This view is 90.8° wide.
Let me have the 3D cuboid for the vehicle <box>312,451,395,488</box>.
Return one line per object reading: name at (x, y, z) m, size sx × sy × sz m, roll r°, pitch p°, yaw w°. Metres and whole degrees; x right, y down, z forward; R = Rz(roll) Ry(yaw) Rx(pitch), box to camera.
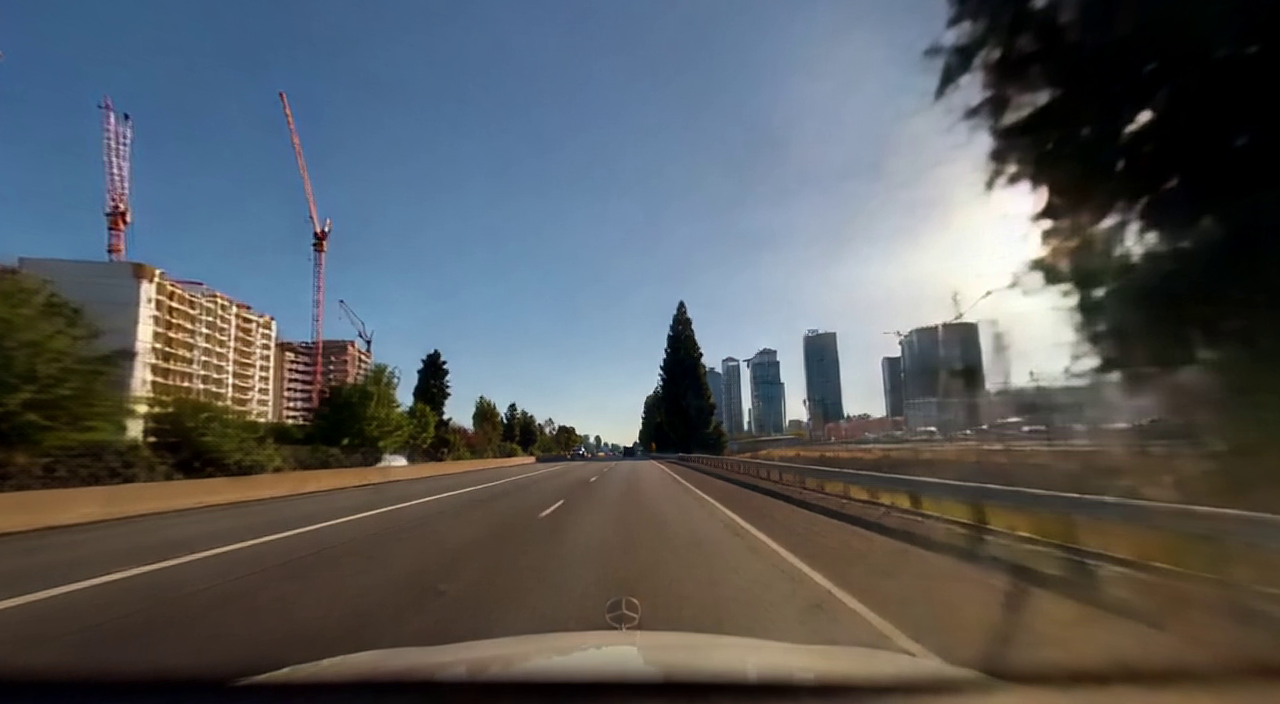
vehicle at (-12.920, 5.294, 28.753) m, size 1.804 × 1.519 × 4.128 m, roll 0°, pitch -9°, yaw 0°
